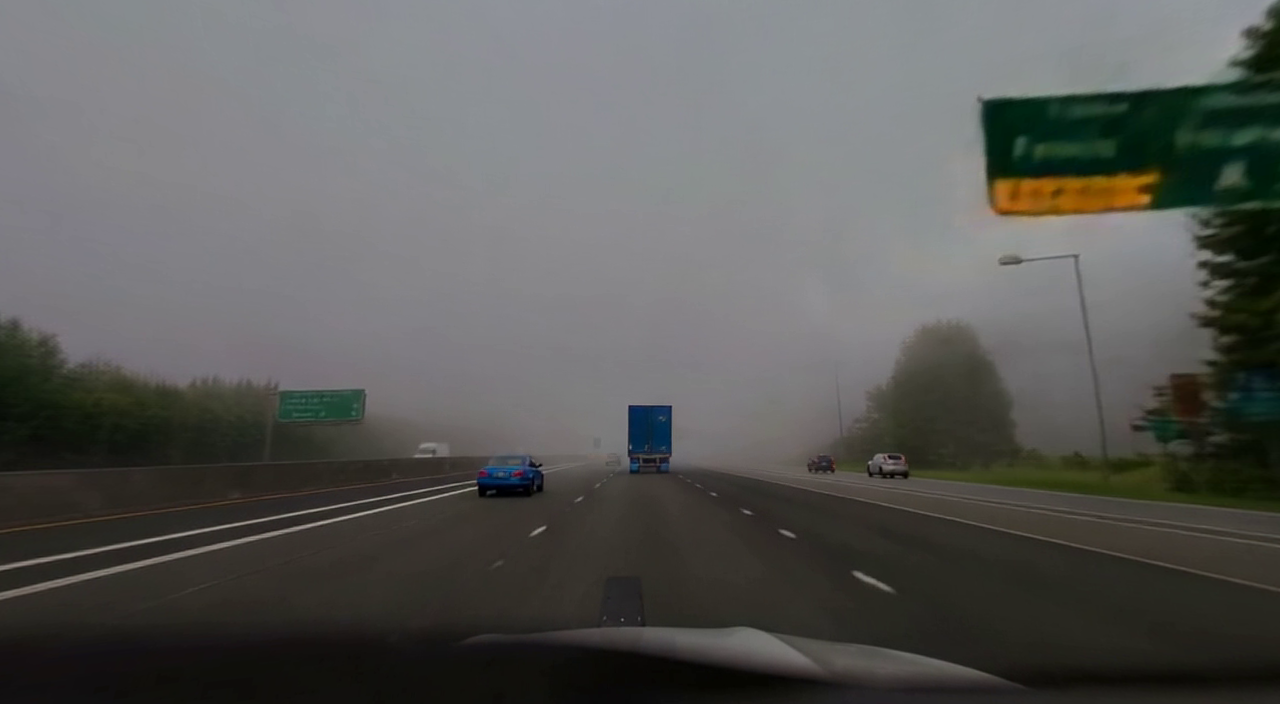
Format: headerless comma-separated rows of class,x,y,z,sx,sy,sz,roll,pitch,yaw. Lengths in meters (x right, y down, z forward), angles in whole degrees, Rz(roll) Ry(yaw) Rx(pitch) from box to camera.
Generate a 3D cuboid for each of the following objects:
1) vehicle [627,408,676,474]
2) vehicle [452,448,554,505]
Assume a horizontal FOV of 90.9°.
vehicle,0.748,6.361,44.612,3.022,4.072,10.318,0,-9,0
vehicle,-3.839,3.561,18.552,1.931,1.466,4.458,0,-9,1
